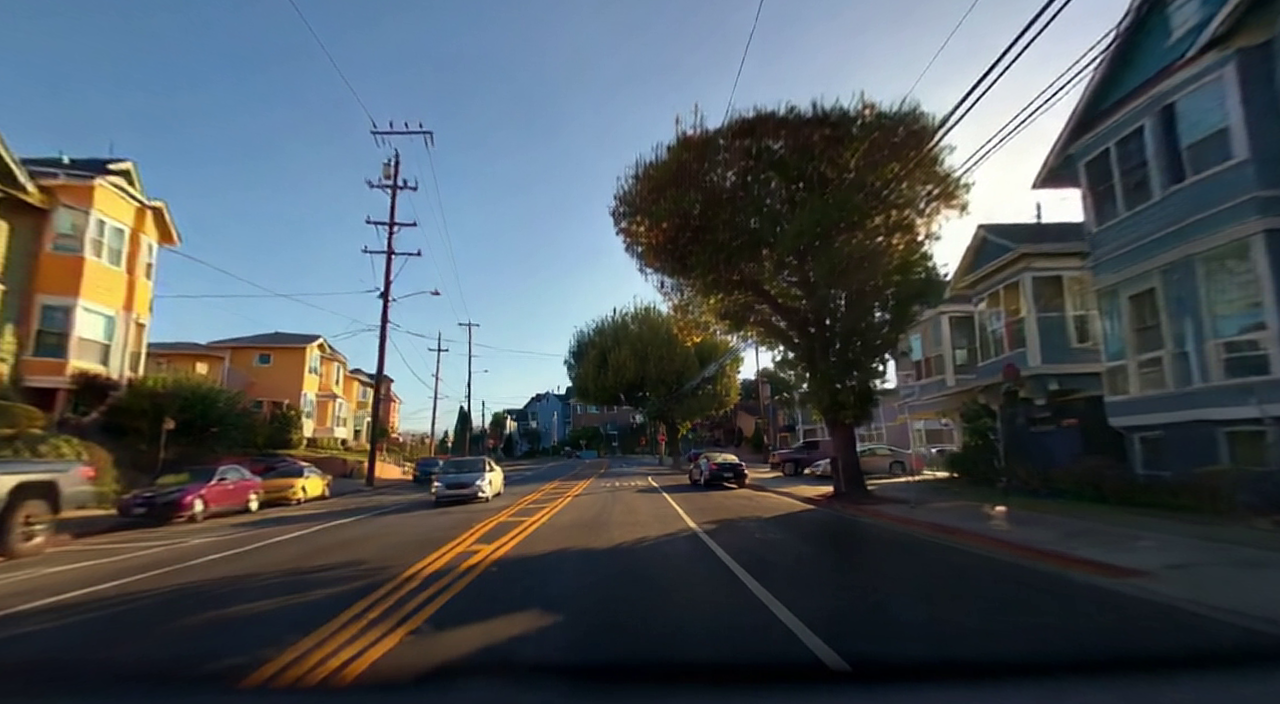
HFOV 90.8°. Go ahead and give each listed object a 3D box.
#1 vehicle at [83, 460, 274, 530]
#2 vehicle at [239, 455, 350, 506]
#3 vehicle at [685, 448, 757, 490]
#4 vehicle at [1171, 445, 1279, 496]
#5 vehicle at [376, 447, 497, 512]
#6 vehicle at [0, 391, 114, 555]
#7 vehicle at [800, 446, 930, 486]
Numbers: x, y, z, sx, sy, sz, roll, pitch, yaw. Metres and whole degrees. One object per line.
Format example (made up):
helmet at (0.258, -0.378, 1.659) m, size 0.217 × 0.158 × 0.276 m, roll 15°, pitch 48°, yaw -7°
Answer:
vehicle at (-11.548, 3.555, 16.311) m, size 1.742 × 1.415 × 4.566 m, roll 0°, pitch -8°, yaw -4°
vehicle at (-11.863, 4.402, 22.007) m, size 1.936 × 1.516 × 3.647 m, roll 0°, pitch -8°, yaw -4°
vehicle at (3.049, 4.502, 24.750) m, size 1.917 × 1.434 × 4.733 m, roll 0°, pitch -8°, yaw -4°
vehicle at (24.053, 4.543, 24.461) m, size 1.962 × 1.764 × 5.005 m, roll 2°, pitch -7°, yaw -16°
vehicle at (-5.442, 3.441, 17.593) m, size 2.205 × 1.480 × 4.366 m, roll -1°, pitch -8°, yaw -4°
vehicle at (-11.105, 1.788, 8.823) m, size 2.687 × 2.491 × 5.936 m, roll -2°, pitch -8°, yaw -4°
vehicle at (9.011, 4.508, 25.323) m, size 4.658 × 1.465 × 2.025 m, roll -4°, pitch -9°, yaw 24°
